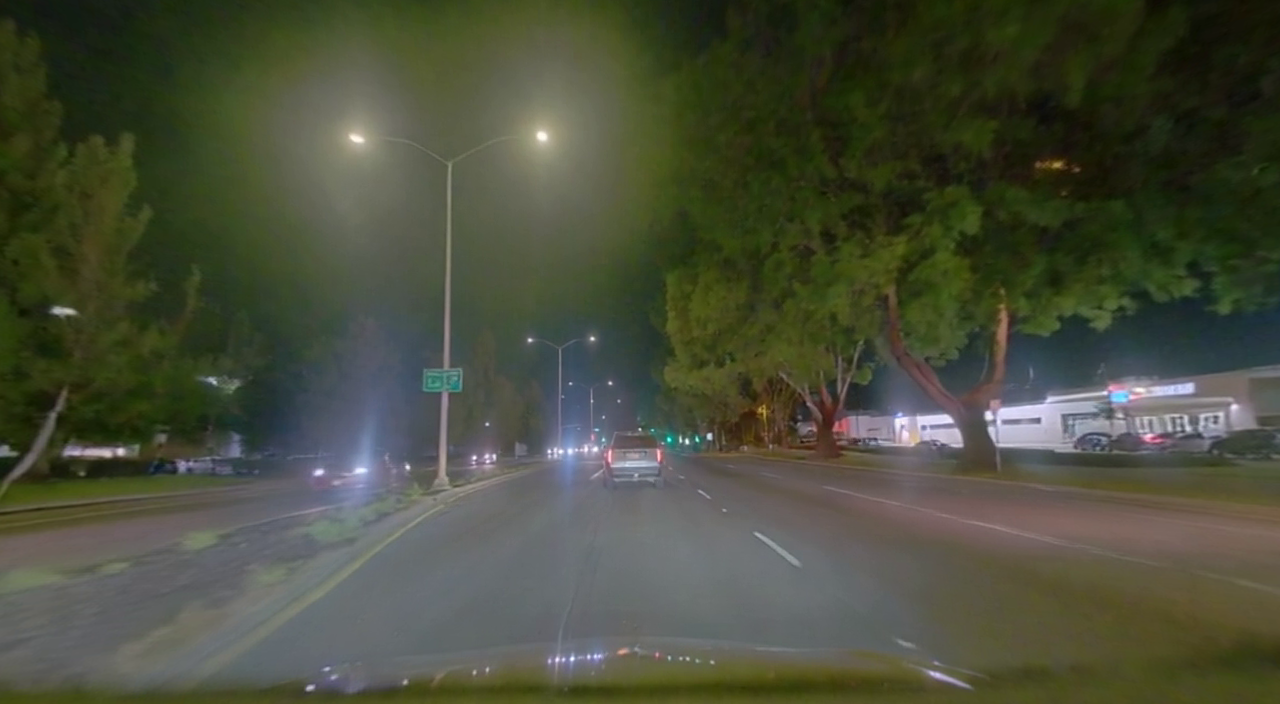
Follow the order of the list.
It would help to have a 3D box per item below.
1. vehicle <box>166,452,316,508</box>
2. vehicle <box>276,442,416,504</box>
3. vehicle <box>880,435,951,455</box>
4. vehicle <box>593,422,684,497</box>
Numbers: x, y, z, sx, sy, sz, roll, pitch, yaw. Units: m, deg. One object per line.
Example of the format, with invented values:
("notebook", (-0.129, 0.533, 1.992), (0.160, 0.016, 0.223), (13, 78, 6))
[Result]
("vehicle", (-12.395, 3.962, 20.054), (1.866, 1.491, 4.495), (0, -8, -1))
("vehicle", (-8.643, 3.562, 19.091), (2.120, 1.628, 4.331), (0, -8, 0))
("vehicle", (20.603, 6.963, 47.401), (4.339, 1.456, 2.030), (0, -8, -3))
("vehicle", (-0.213, 3.105, 18.651), (2.300, 1.870, 4.936), (0, -8, -4))
